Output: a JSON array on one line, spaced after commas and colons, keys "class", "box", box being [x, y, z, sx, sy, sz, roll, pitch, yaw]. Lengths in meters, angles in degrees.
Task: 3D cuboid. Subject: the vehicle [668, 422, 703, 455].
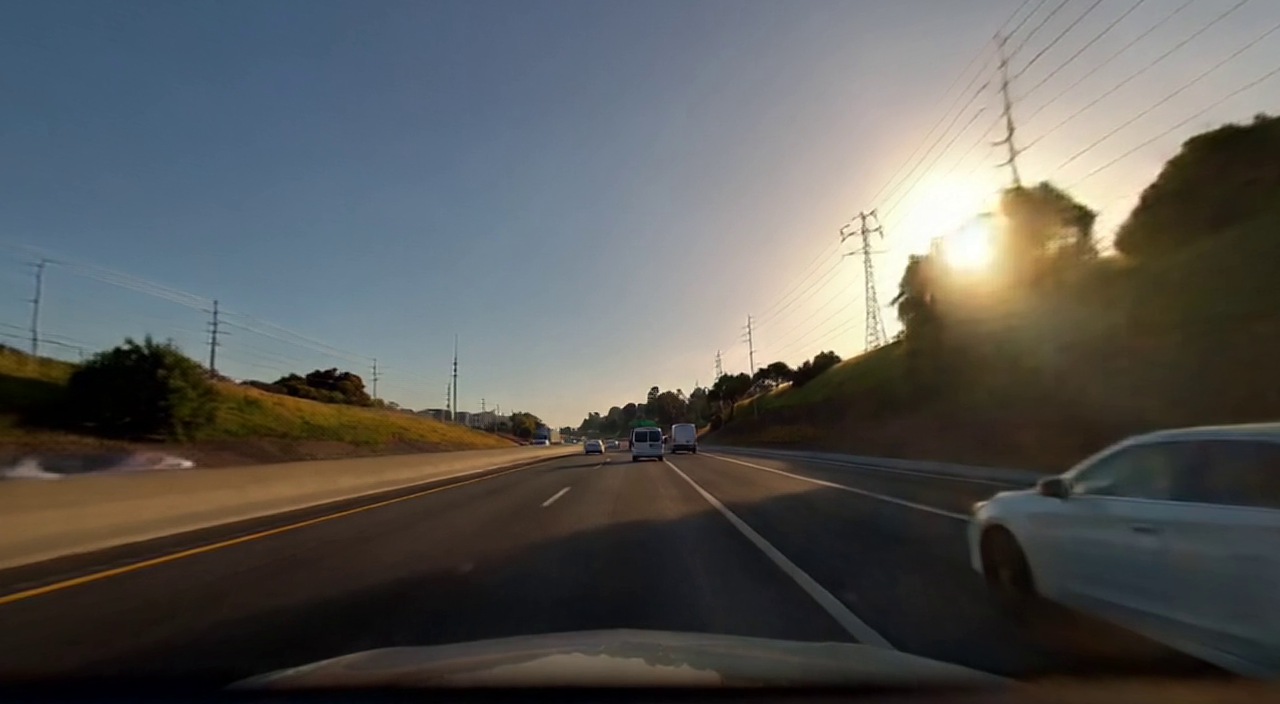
[{"class": "vehicle", "box": [3.520, 6.795, 49.775, 2.348, 2.429, 5.172, 0, -8, -1]}]

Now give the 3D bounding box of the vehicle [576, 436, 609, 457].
[{"class": "vehicle", "box": [-3.521, 7.154, 47.902, 2.093, 1.517, 4.648, 0, -8, 1]}]

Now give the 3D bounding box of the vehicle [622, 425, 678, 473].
[{"class": "vehicle", "box": [0.339, 3.992, 26.162, 2.159, 1.811, 4.238, 0, -8, -1]}]

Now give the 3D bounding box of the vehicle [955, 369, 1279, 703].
[{"class": "vehicle", "box": [3.617, 0.878, 2.770, 1.923, 1.562, 4.691, 0, -8, -2]}]
